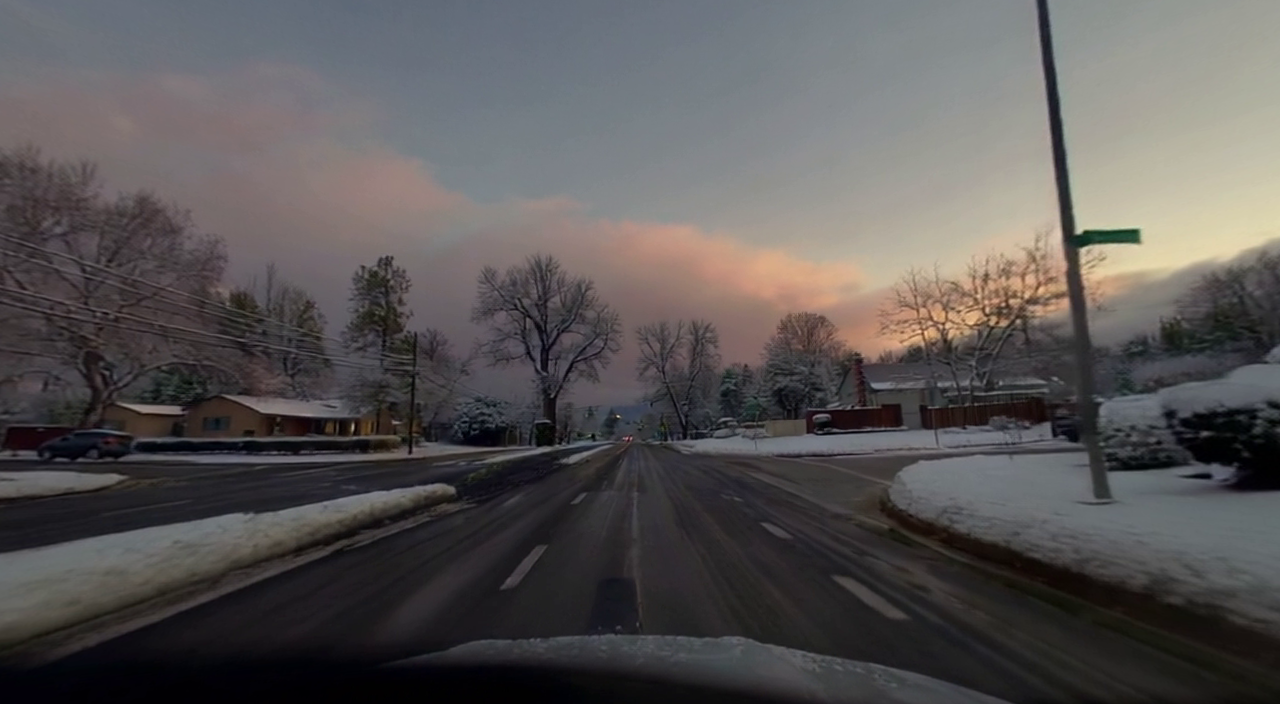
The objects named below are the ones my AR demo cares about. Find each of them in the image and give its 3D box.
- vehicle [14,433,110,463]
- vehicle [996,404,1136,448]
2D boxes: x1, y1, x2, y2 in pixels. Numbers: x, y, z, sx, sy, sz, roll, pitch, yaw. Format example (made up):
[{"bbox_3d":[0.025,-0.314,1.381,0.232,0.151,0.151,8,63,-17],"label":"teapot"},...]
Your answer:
[{"bbox_3d":[-30.045,5.007,33.020,1.991,1.435,4.421,3,-9,-19],"label":"vehicle"},{"bbox_3d":[18.812,3.308,28.093,4.698,1.583,2.081,2,-11,1],"label":"vehicle"}]
